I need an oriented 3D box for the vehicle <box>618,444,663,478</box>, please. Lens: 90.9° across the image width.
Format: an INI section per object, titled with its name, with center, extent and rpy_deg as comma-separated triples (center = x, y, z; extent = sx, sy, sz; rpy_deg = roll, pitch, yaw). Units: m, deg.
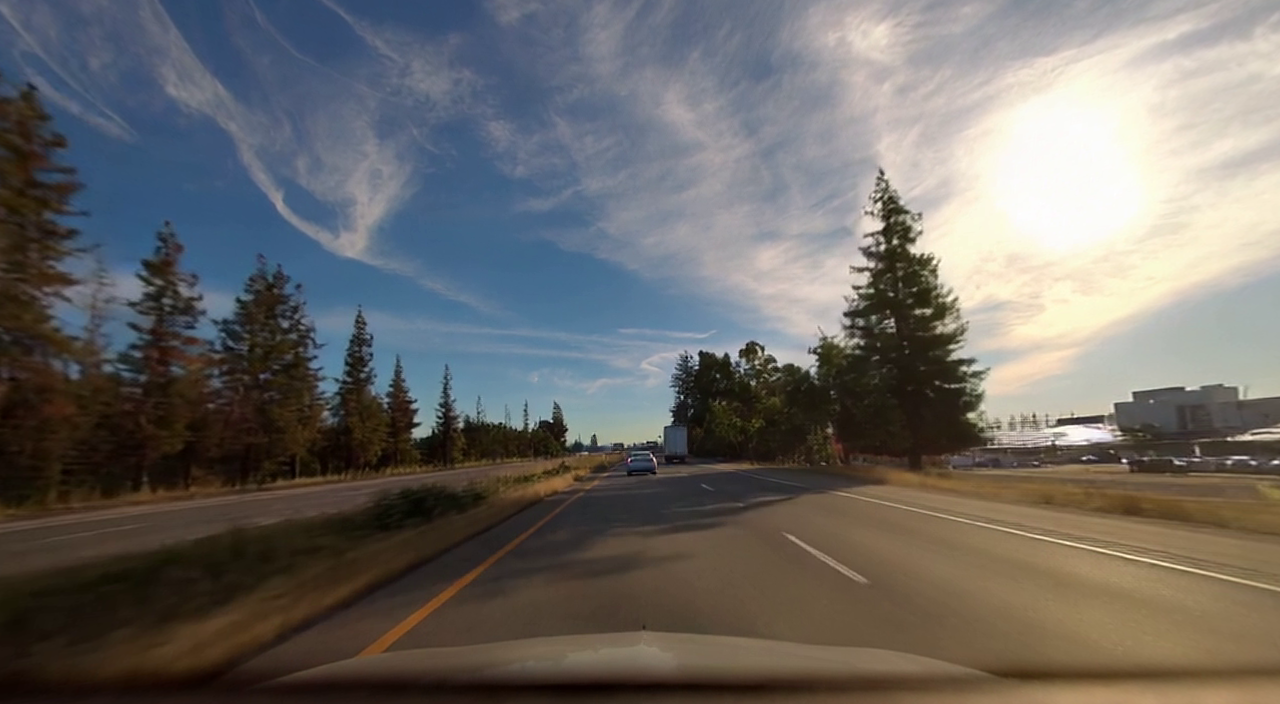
[vehicle]
center = 0.019, 5.287, 30.732
extent = 2.045, 1.527, 4.023
rpy_deg = 0, -9, 0
